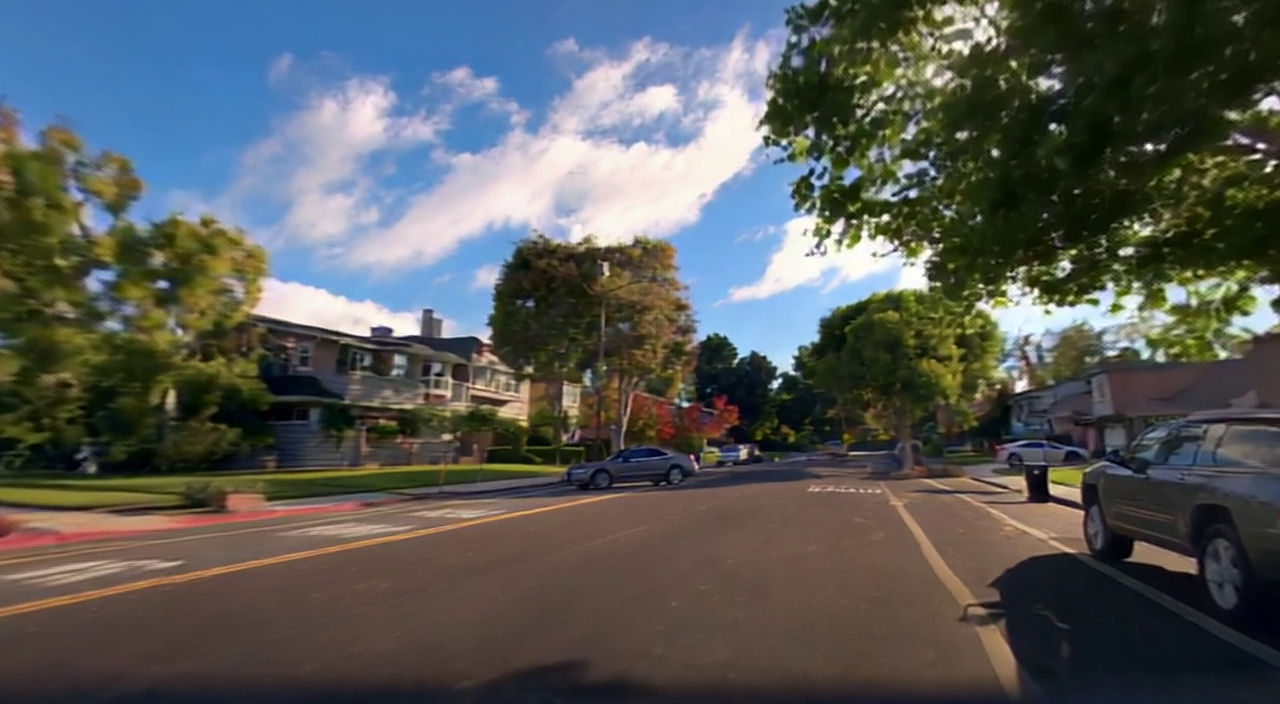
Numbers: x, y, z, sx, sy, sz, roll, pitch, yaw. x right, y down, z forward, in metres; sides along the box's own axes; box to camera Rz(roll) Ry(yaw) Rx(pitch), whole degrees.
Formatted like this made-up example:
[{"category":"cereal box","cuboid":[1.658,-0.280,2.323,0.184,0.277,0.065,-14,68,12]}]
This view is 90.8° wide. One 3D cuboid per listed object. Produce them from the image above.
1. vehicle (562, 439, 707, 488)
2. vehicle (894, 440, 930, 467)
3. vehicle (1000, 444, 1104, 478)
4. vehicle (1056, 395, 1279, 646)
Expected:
[{"category":"vehicle","cuboid":[-0.235,3.870,22.108,4.750,1.559,1.928,2,-9,-13]},{"category":"vehicle","cuboid":[20.873,7.769,48.559,2.051,1.925,4.625,-3,-9,18]},{"category":"vehicle","cuboid":[24.310,6.428,37.480,4.733,1.843,2.005,-2,-8,20]},{"category":"vehicle","cuboid":[6.312,1.545,6.680,2.154,1.855,4.689,-3,-9,21]}]
